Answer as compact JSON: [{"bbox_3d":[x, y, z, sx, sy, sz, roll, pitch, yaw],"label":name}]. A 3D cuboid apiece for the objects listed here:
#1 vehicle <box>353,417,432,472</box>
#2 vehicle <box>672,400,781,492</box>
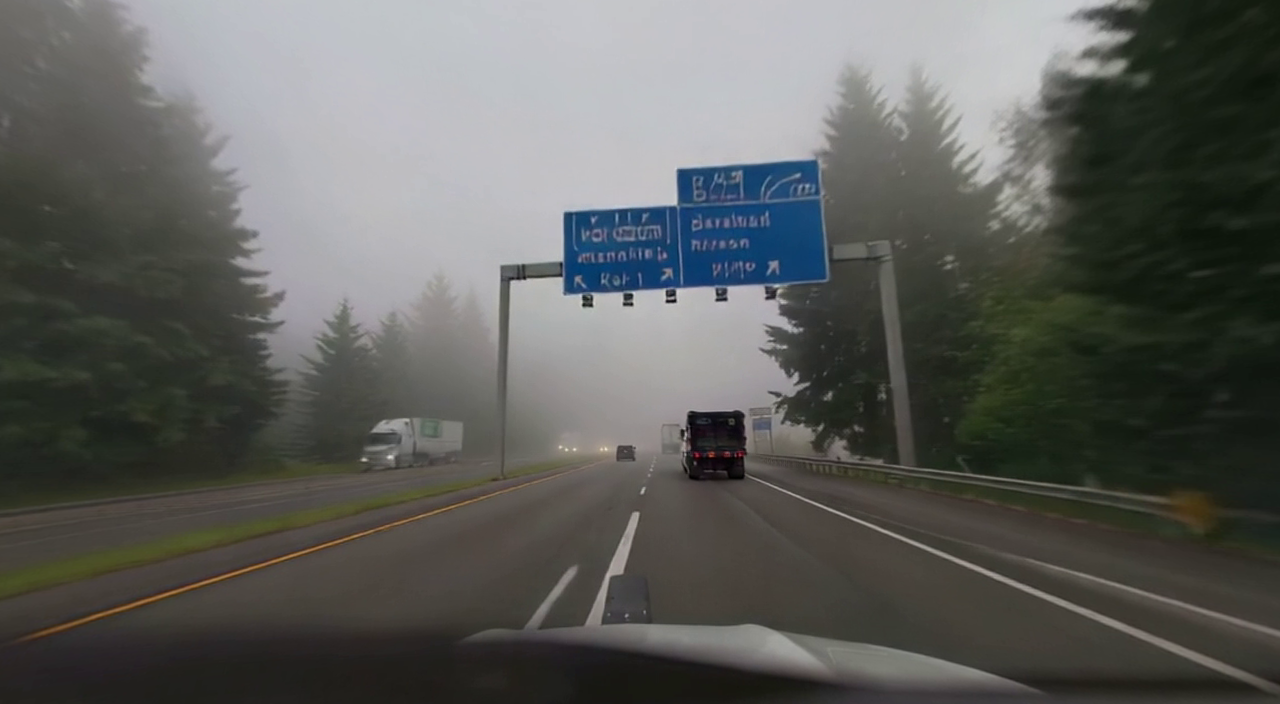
[{"bbox_3d":[-17.160,6.471,44.102,2.867,3.506,5.874,0,-8,2],"label":"vehicle"},{"bbox_3d":[2.489,2.976,20.127,2.677,2.439,6.402,0,-8,1],"label":"vehicle"}]
